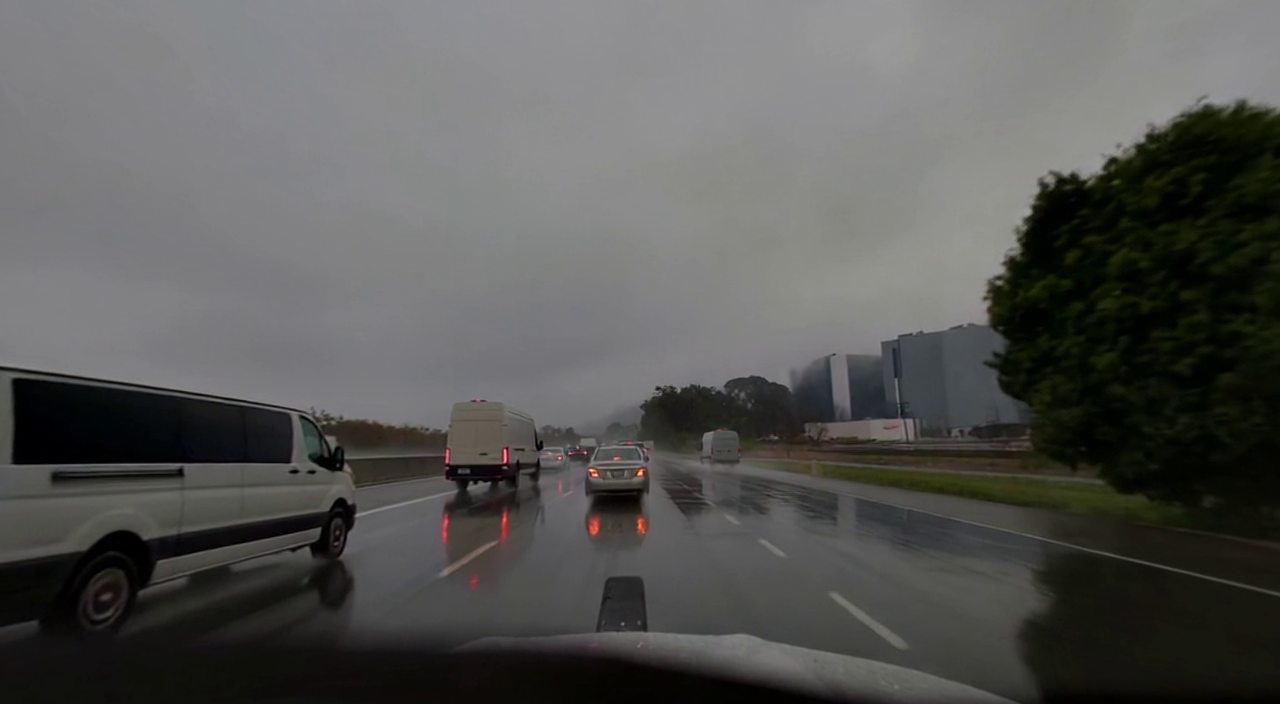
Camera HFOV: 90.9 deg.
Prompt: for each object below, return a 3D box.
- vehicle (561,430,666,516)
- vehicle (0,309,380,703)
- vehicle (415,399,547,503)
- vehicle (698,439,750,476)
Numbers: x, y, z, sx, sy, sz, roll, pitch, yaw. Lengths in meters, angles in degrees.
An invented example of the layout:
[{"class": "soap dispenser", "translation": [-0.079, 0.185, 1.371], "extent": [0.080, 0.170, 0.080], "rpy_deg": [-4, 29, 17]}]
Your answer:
[{"class": "vehicle", "translation": [-0.517, 2.721, 14.547], "extent": [2.093, 1.695, 3.782], "rpy_deg": [0, -9, 0]}, {"class": "vehicle", "translation": [-4.047, 1.021, 4.528], "extent": [2.253, 1.892, 4.823], "rpy_deg": [0, -9, 0]}, {"class": "vehicle", "translation": [-4.547, 3.037, 19.498], "extent": [2.248, 2.626, 6.837], "rpy_deg": [0, -9, 0]}, {"class": "vehicle", "translation": [4.223, 5.399, 32.294], "extent": [2.003, 1.754, 4.134], "rpy_deg": [0, -9, -1]}]
